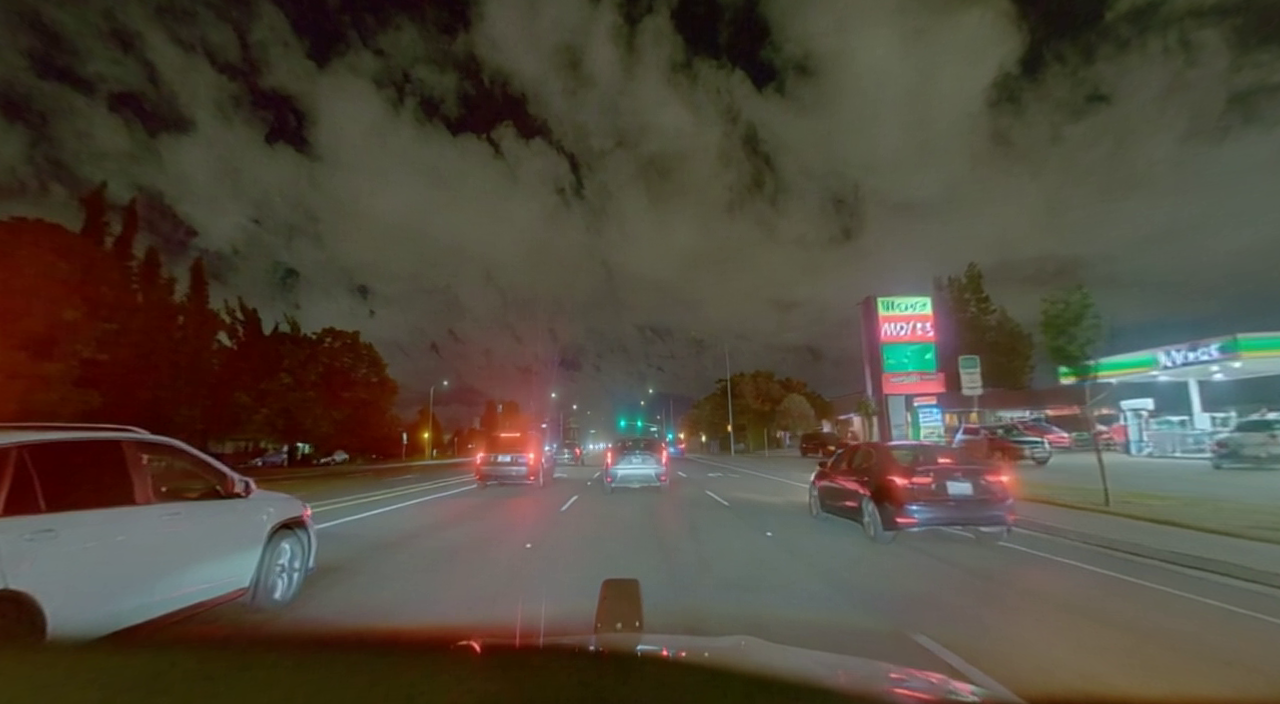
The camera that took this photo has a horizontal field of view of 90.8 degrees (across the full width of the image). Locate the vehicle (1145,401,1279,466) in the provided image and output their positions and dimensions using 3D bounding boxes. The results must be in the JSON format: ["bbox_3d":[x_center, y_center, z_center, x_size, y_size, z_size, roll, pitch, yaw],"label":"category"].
[{"bbox_3d":[17.972,2.435,18.603,1.906,1.734,4.483,2,-9,-12],"label":"vehicle"}]

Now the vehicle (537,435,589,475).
[{"bbox_3d":[-3.407,4.640,28.627,1.871,1.673,3.920,0,-8,0],"label":"vehicle"}]

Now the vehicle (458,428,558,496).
[{"bbox_3d":[-3.617,3.097,18.116,1.932,1.695,4.150,0,-8,0],"label":"vehicle"}]

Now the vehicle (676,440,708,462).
[{"bbox_3d":[3.776,7.318,46.671,1.926,1.522,3.852,0,-8,-1],"label":"vehicle"}]

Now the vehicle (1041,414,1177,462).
[{"bbox_3d":[18.977,3.537,25.850,2.037,1.762,4.240,1,-8,-6],"label":"vehicle"}]

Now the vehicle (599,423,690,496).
[{"bbox_3d":[0.089,2.993,17.889,2.279,1.803,4.254,0,-8,-1],"label":"vehicle"}]

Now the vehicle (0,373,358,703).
[{"bbox_3d":[-3.550,1.056,3.747,1.864,1.574,4.031,0,-8,0],"label":"vehicle"}]

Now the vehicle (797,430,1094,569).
[{"bbox_3d":[3.854,1.921,9.118,1.888,1.456,4.589,0,-8,-2],"label":"vehicle"}]
